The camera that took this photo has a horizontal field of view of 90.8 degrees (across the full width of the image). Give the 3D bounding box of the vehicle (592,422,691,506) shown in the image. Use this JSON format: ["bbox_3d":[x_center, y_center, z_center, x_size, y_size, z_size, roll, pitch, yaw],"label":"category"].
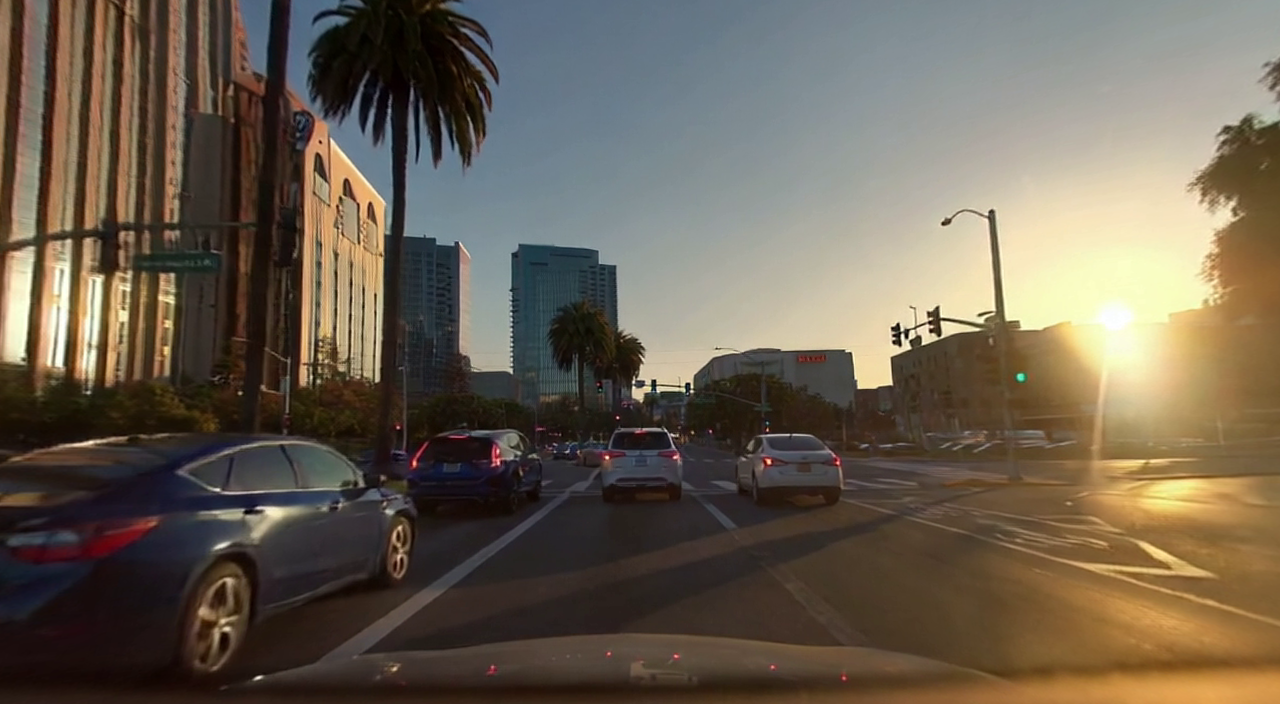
[{"bbox_3d":[0.039,2.669,15.437,2.060,1.730,4.257,0,-9,0],"label":"vehicle"}]

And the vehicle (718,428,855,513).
[{"bbox_3d":[3.006,2.510,13.854,1.936,1.567,3.896,0,-9,-2],"label":"vehicle"}]

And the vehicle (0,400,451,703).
[{"bbox_3d":[-3.218,1.291,5.007,1.962,1.480,4.605,0,-9,1],"label":"vehicle"}]

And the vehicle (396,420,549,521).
[{"bbox_3d":[-3.177,2.338,12.923,1.938,1.713,4.048,0,-9,1],"label":"vehicle"}]
